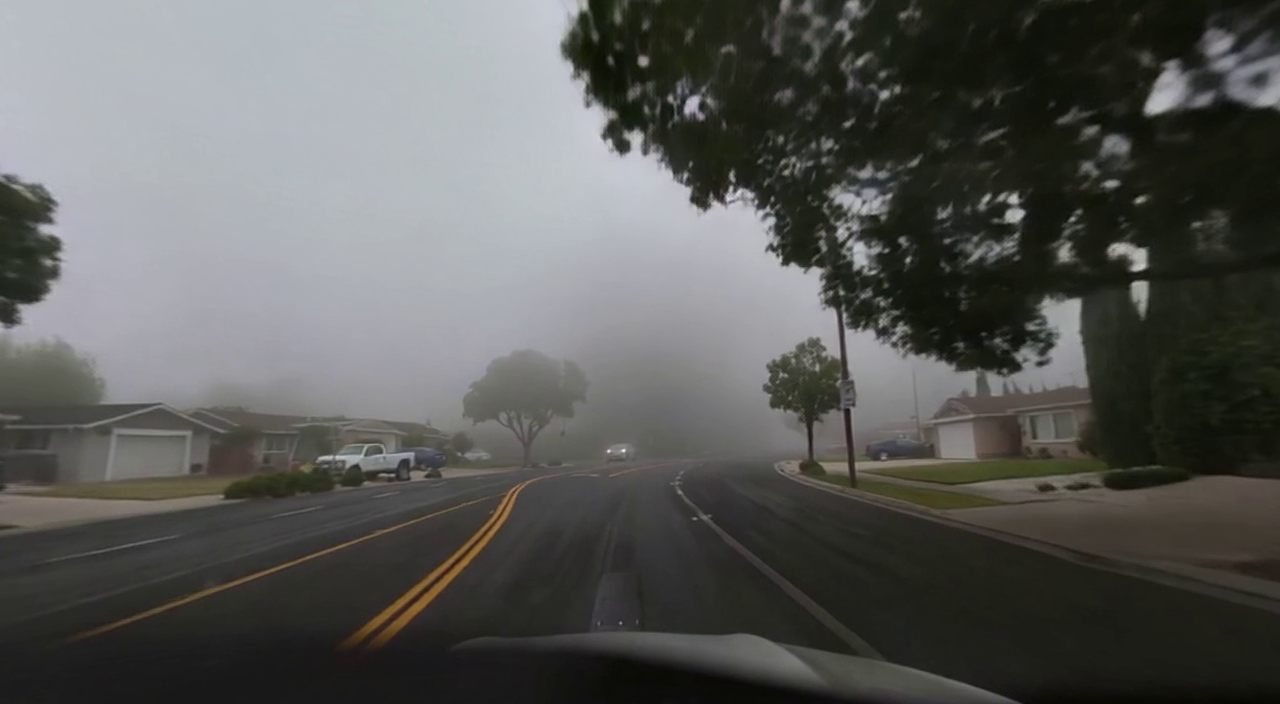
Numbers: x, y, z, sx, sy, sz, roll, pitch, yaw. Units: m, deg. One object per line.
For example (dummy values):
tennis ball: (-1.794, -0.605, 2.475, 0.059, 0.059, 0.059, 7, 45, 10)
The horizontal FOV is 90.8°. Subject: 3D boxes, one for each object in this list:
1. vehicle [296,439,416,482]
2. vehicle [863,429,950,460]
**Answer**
vehicle: (-14.359, 5.516, 32.631, 2.418, 1.969, 6.615, -1, -9, 8)
vehicle: (17.894, 6.263, 42.648, 5.073, 1.729, 2.161, -6, -10, 17)
